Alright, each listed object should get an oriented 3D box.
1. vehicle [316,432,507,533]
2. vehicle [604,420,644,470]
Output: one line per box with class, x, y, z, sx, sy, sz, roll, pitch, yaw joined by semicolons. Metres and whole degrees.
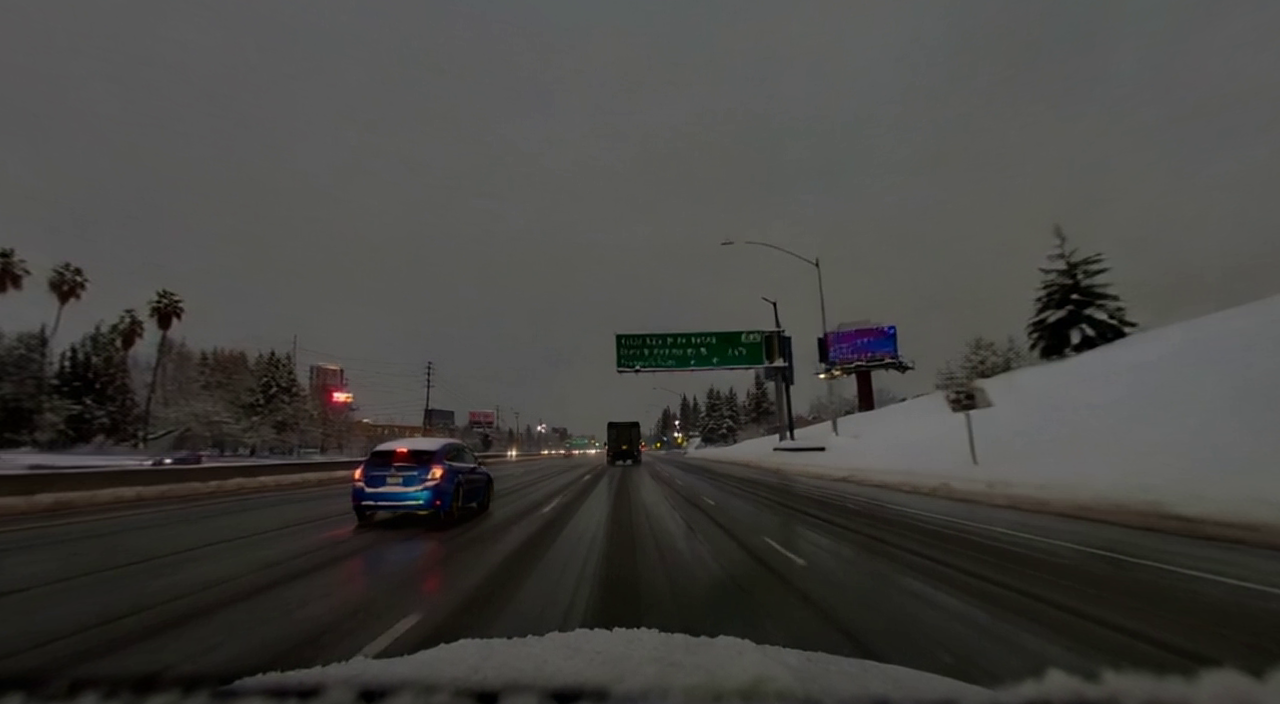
vehicle;-4.179;2.457;12.598;2.021;1.598;4.887;0;-8;-1
vehicle;-1.033;5.958;40.432;2.364;2.953;6.495;0;-8;-2
